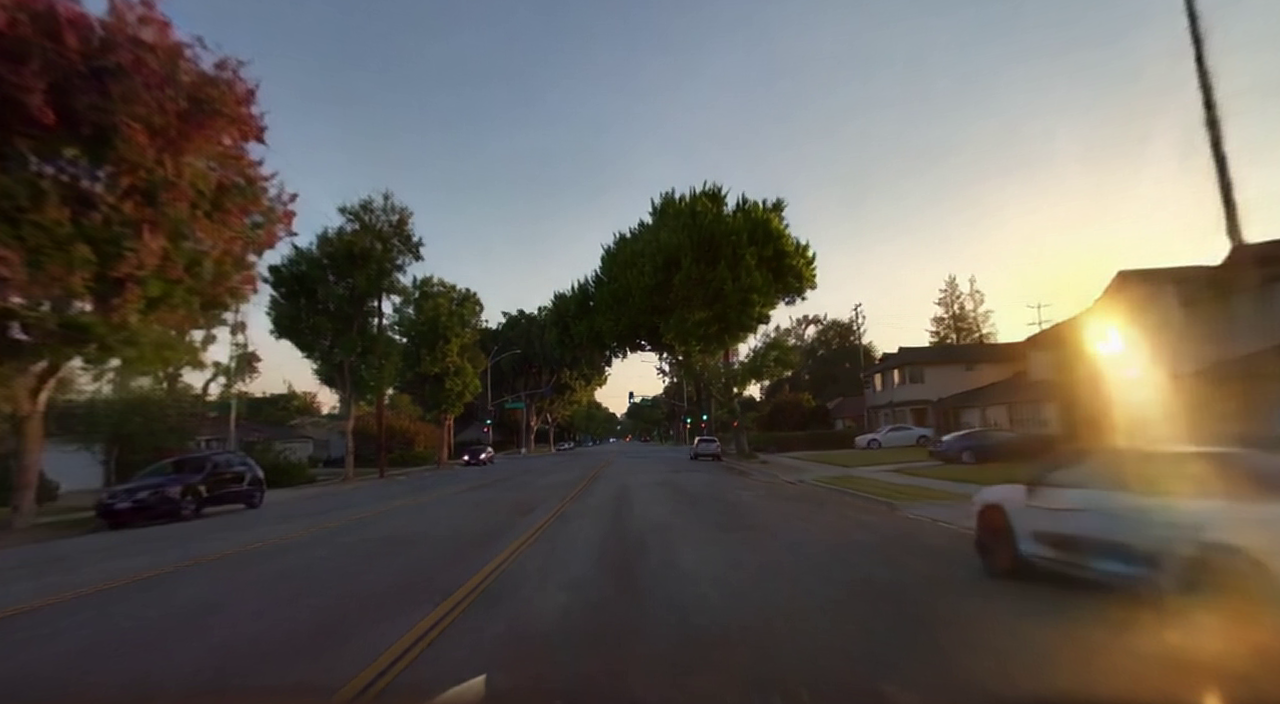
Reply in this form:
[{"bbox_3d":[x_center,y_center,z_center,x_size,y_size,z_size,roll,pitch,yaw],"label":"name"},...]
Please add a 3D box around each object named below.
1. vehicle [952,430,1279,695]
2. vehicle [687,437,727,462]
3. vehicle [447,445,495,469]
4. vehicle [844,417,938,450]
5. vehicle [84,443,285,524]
[{"bbox_3d":[4.551,1.363,4.919,2.063,1.444,4.217,0,-8,0],"label":"vehicle"},{"bbox_3d":[4.305,6.346,41.258,1.963,1.477,4.804,0,-8,-1],"label":"vehicle"},{"bbox_3d":[-11.755,7.312,44.213,2.029,1.550,4.562,0,-8,1],"label":"vehicle"},{"bbox_3d":[14.414,4.711,36.414,4.500,1.875,2.046,0,-8,-1],"label":"vehicle"},{"bbox_3d":[-11.385,3.253,16.280,1.977,1.753,4.278,0,-8,0],"label":"vehicle"}]
